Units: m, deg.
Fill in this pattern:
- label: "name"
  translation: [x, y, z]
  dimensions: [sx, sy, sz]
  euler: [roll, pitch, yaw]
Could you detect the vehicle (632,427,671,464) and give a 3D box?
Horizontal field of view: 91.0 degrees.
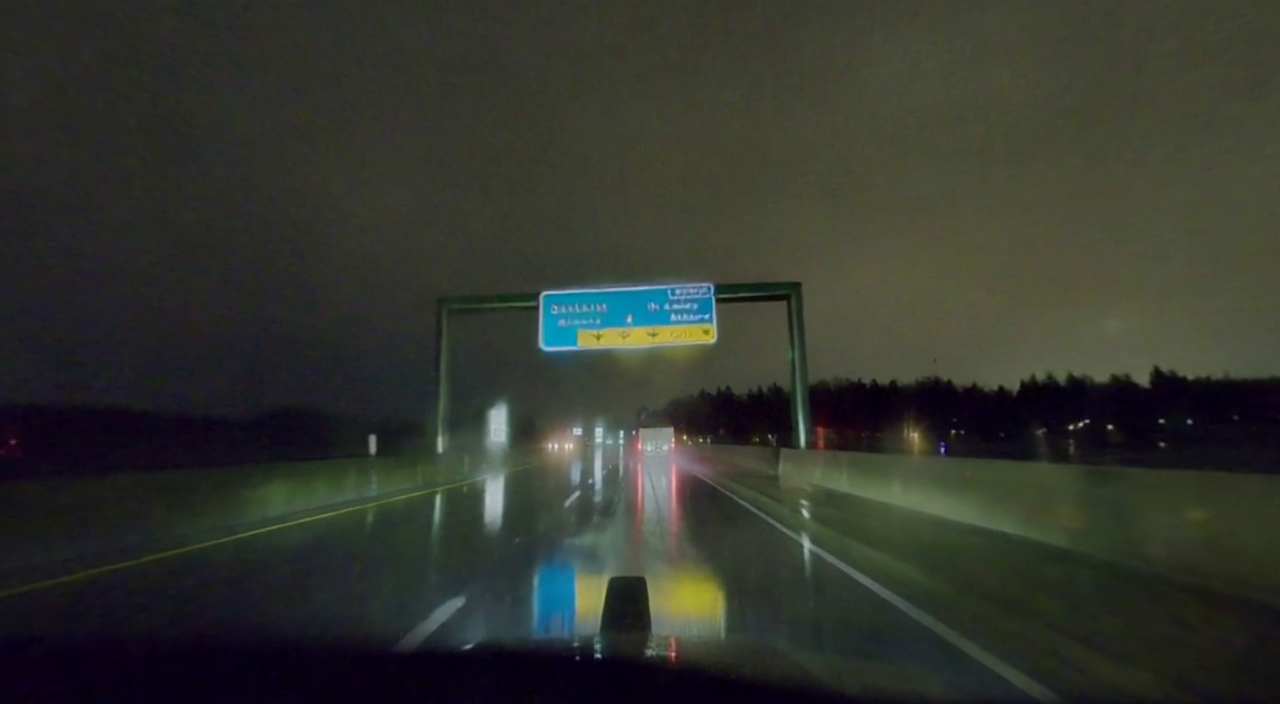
- label: "vehicle"
  translation: [0.715, 5.812, 39.248]
  dimensions: [2.277, 2.109, 4.922]
  euler: [0, -8, 1]
